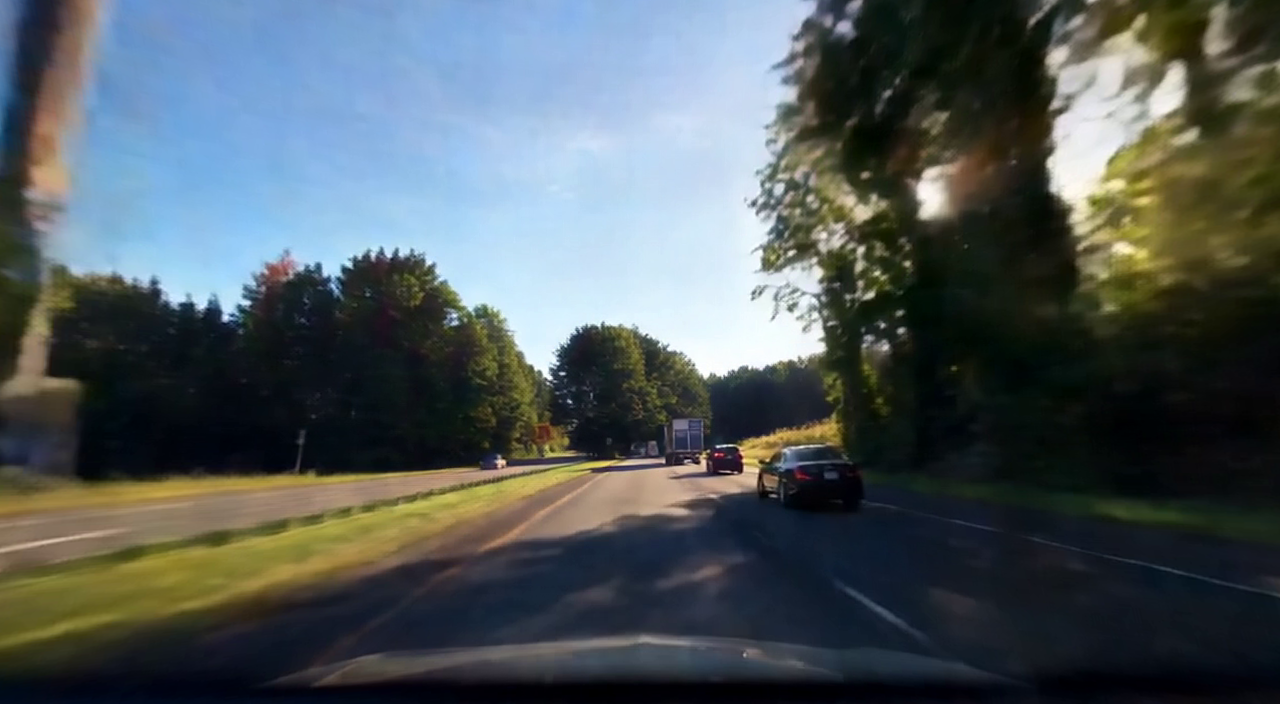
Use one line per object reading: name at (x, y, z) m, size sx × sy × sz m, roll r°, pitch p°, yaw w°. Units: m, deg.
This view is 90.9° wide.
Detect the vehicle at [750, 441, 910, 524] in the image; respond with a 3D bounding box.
vehicle at (3.949, 2.795, 14.139) m, size 2.031 × 1.491 × 4.883 m, roll 0°, pitch -9°, yaw 0°

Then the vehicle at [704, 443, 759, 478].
vehicle at (4.748, 5.714, 33.355) m, size 2.118 × 1.688 × 4.715 m, roll 0°, pitch -9°, yaw -1°
